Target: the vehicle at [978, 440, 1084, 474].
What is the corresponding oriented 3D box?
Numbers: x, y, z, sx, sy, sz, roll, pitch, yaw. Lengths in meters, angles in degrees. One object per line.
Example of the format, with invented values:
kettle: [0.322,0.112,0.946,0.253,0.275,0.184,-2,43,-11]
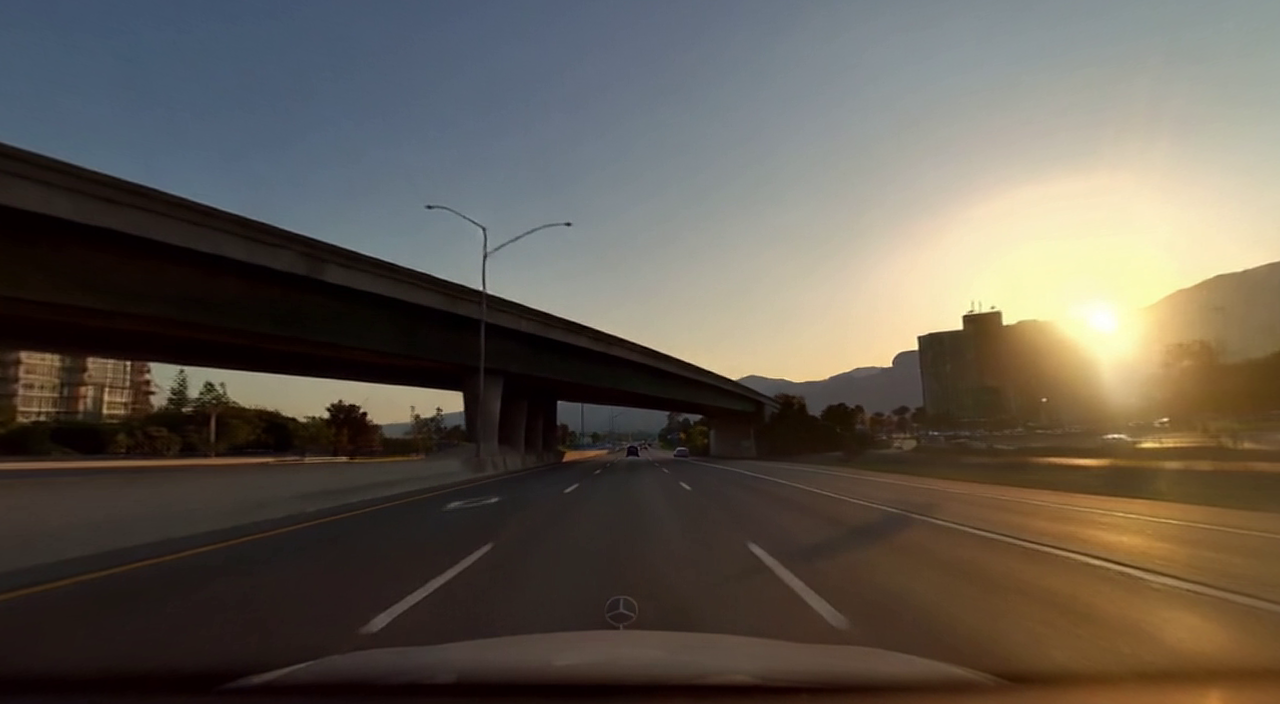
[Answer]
vehicle: [18.266,4.900,29.824,2.059,1.457,4.537,0,-8,-1]
